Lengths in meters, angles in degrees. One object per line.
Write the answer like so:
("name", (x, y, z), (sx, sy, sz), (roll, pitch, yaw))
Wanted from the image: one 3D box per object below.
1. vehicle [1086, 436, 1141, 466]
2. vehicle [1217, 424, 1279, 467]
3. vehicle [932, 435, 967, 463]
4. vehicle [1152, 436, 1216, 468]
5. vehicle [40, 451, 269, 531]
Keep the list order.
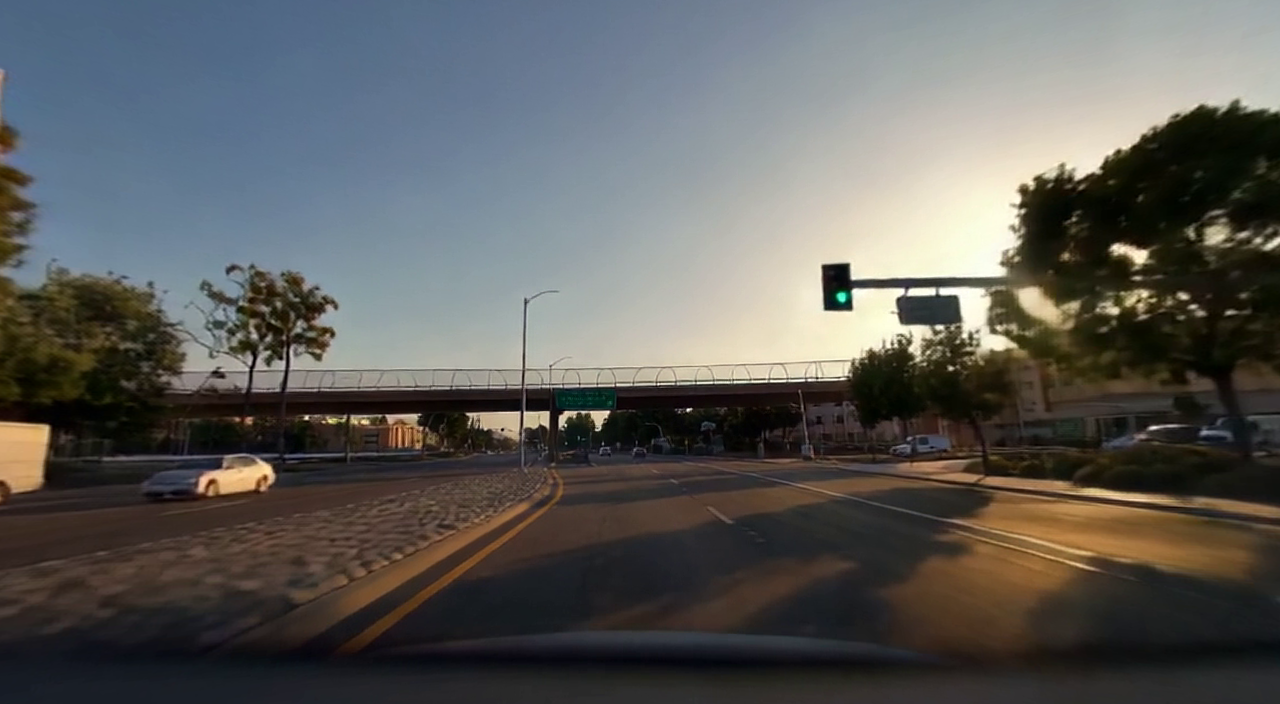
("vehicle", (24.397, 5.055, 32.466), (1.910, 1.415, 4.383), (-7, -10, 39))
("vehicle", (28.478, 4.274, 28.927), (4.634, 1.789, 2.149), (6, -10, -38))
("vehicle", (23.664, 7.453, 48.429), (2.177, 1.983, 5.217), (-3, -10, 24))
("vehicle", (26.612, 4.861, 30.860), (1.928, 1.437, 3.935), (-8, -11, 44))
("vehicle", (-11.199, 3.174, 15.133), (2.032, 1.480, 4.591), (0, -8, -3))
